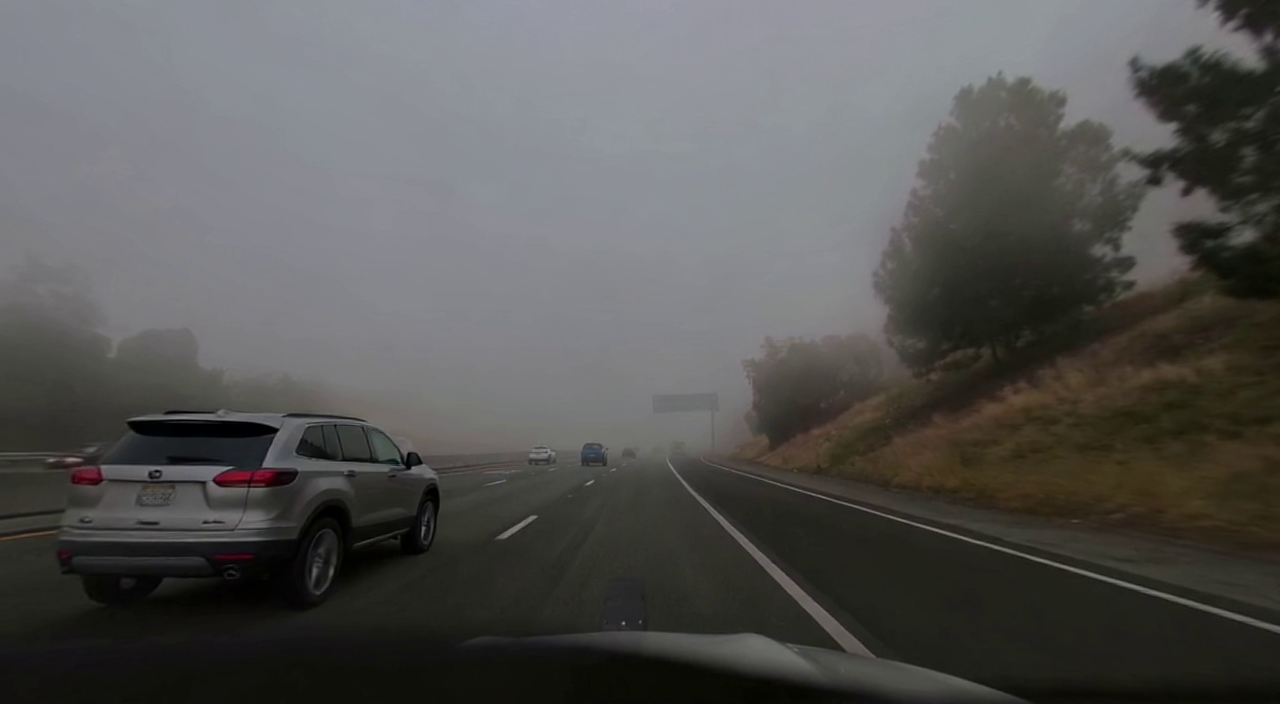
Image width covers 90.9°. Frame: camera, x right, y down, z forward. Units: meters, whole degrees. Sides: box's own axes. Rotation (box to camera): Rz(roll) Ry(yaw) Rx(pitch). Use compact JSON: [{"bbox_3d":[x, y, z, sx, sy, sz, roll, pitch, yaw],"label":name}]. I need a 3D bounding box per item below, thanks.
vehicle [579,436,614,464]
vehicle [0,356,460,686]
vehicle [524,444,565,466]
[{"bbox_3d":[-3.290,7.682,49.255,2.181,2.047,5.088,0,-9,2],"label":"vehicle"},{"bbox_3d":[-3.609,1.310,6.036,2.218,1.848,4.789,0,-9,2],"label":"vehicle"},{"bbox_3d":[-6.889,7.496,46.145,2.145,1.512,4.404,0,-9,2],"label":"vehicle"}]
